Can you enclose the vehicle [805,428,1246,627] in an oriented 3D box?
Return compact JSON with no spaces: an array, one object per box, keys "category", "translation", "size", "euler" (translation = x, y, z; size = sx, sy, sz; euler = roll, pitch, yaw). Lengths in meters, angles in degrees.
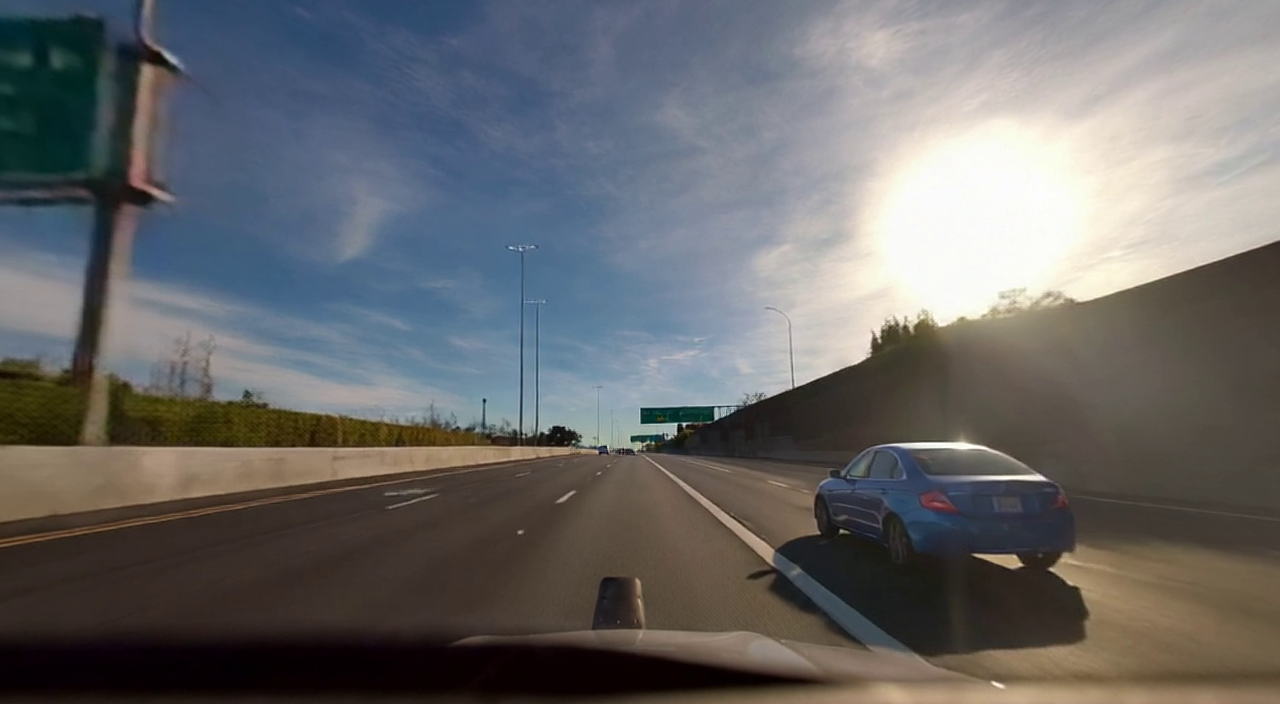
[{"category":"vehicle","translation":[3.545,1.680,7.186],"size":[1.989,1.479,4.670],"euler":[0,-9,-1]}]
